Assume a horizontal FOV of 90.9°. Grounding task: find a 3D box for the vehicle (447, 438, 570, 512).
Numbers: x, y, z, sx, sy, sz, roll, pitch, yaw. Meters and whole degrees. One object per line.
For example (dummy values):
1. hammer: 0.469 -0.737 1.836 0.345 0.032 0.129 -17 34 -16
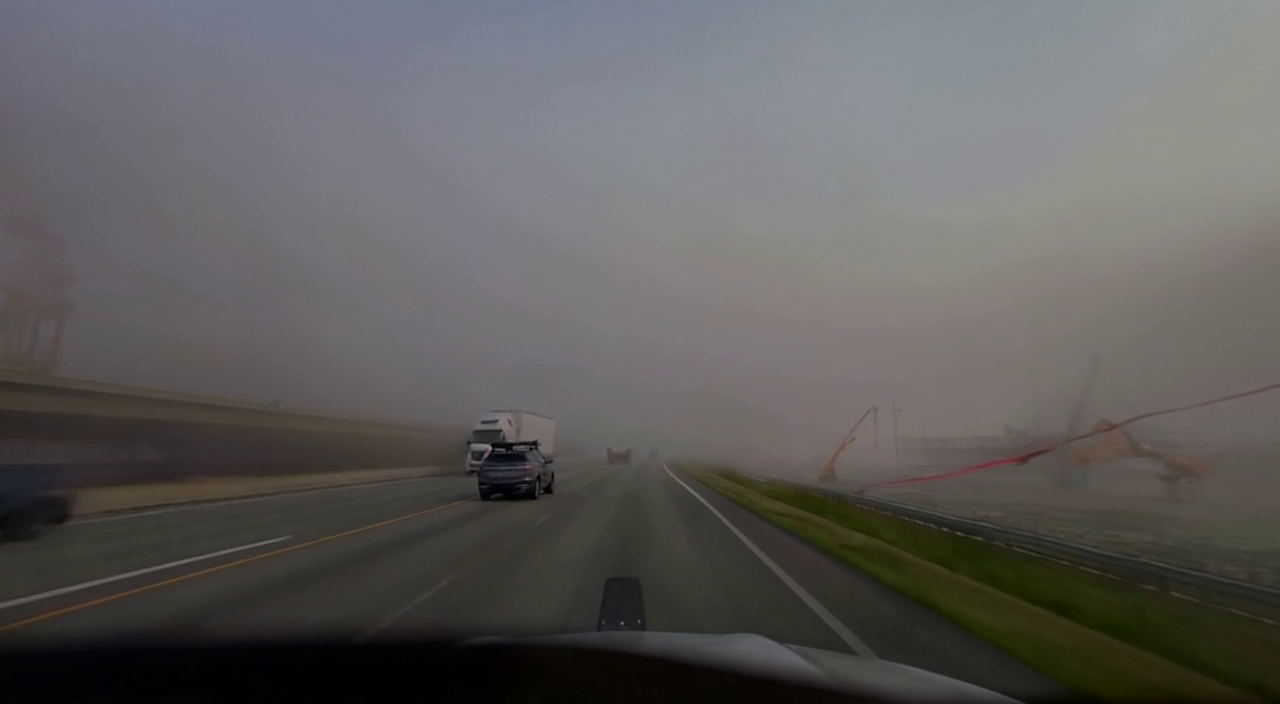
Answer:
1. vehicle: -3.197 3.093 16.271 2.194 1.648 3.984 0 -9 1
